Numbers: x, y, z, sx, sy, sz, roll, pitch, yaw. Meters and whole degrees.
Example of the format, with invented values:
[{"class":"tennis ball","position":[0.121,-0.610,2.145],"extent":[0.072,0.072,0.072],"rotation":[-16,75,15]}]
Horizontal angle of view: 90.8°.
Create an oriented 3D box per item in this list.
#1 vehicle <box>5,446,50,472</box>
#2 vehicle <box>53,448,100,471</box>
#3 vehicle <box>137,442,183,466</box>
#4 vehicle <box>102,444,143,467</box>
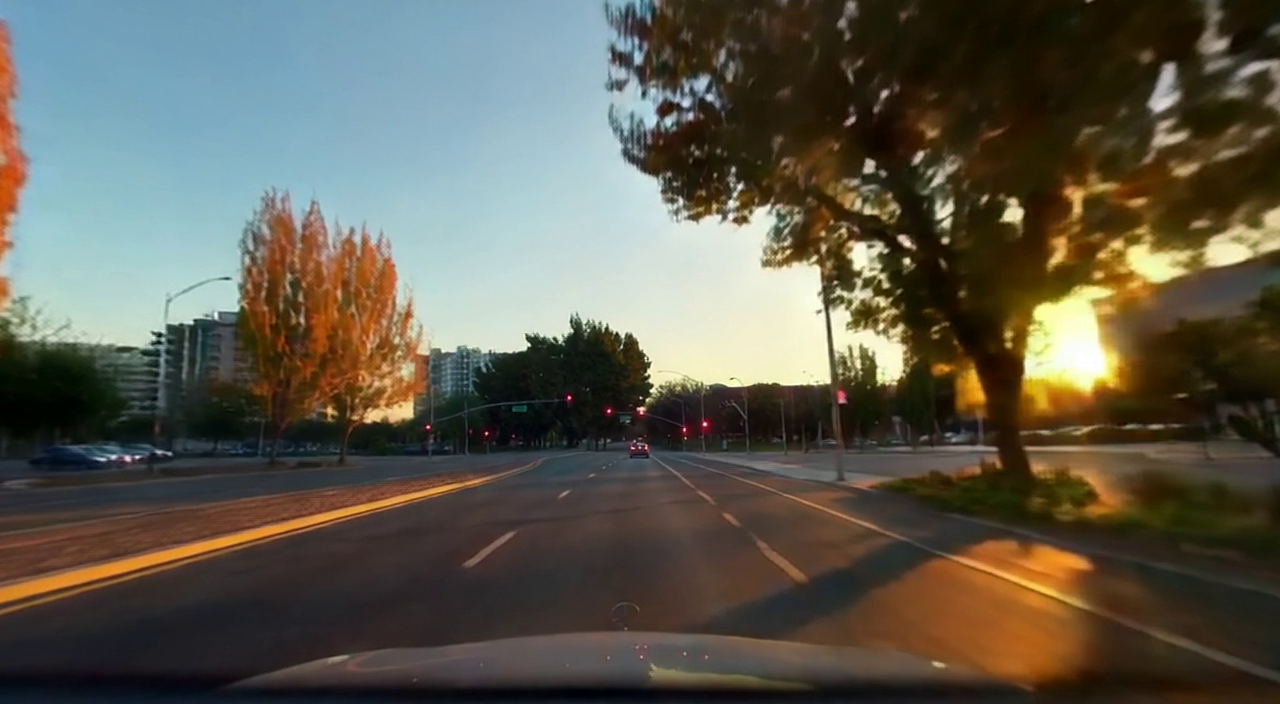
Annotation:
[{"class":"vehicle","position":[-38.920,6.779,40.107],"extent":[3.778,1.445,1.746],"rotation":[-6,-11,44]},{"class":"vehicle","position":[-37.967,7.169,42.528],"extent":[3.969,1.433,1.835],"rotation":[-7,-11,42]},{"class":"vehicle","position":[-37.920,8.018,49.831],"extent":[4.235,1.748,2.001],"rotation":[-7,-11,42]},{"class":"vehicle","position":[-38.186,7.593,46.539],"extent":[3.758,1.545,1.763],"rotation":[-8,-12,43]}]
